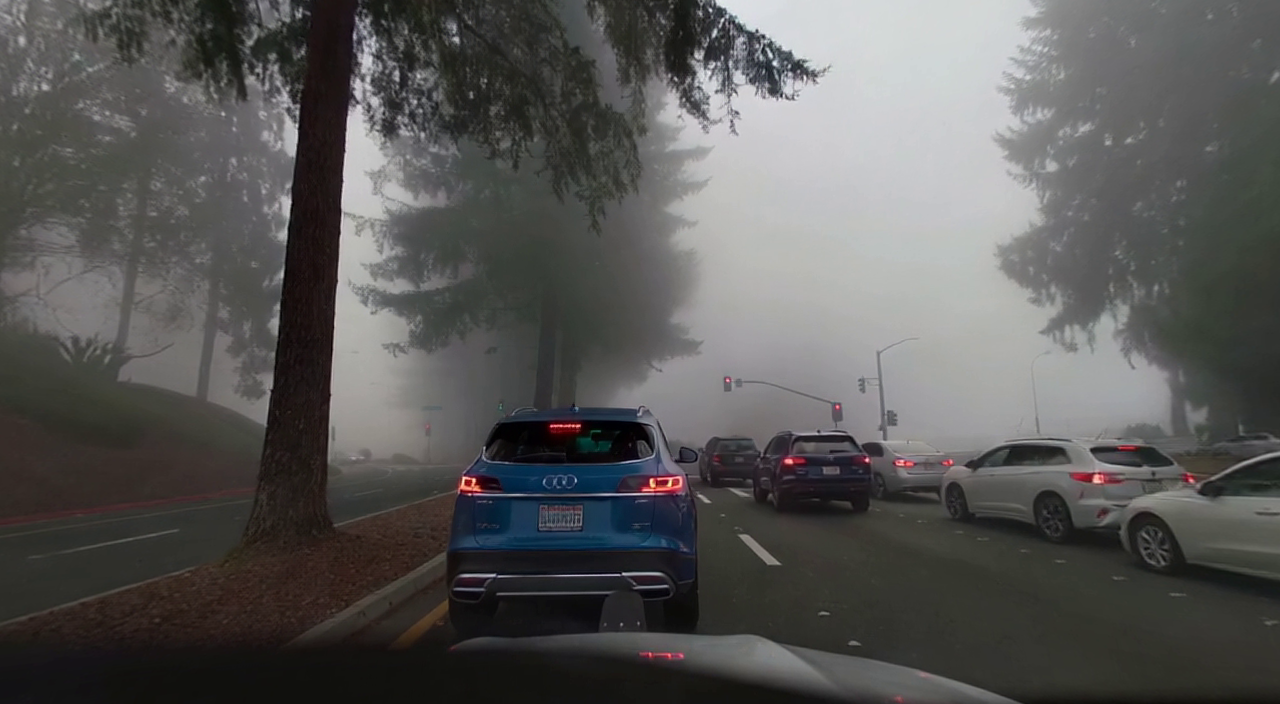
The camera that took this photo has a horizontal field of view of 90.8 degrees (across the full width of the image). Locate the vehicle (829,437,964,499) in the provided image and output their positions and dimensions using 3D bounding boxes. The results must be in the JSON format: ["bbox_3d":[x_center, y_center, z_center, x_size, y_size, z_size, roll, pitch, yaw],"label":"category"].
[{"bbox_3d":[6.963,3.183,17.769,1.890,1.489,4.415,0,-9,-1],"label":"vehicle"}]

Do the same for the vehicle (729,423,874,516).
[{"bbox_3d":[3.250,2.470,13.747,1.963,1.682,4.407,0,-9,0],"label":"vehicle"}]

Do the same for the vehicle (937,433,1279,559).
[{"bbox_3d":[6.586,2.015,9.656,1.894,1.445,4.565,0,-9,1],"label":"vehicle"}]

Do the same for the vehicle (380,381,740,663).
[{"bbox_3d":[-0.436,1.351,6.078,2.201,1.709,4.271,0,-9,2],"label":"vehicle"}]
